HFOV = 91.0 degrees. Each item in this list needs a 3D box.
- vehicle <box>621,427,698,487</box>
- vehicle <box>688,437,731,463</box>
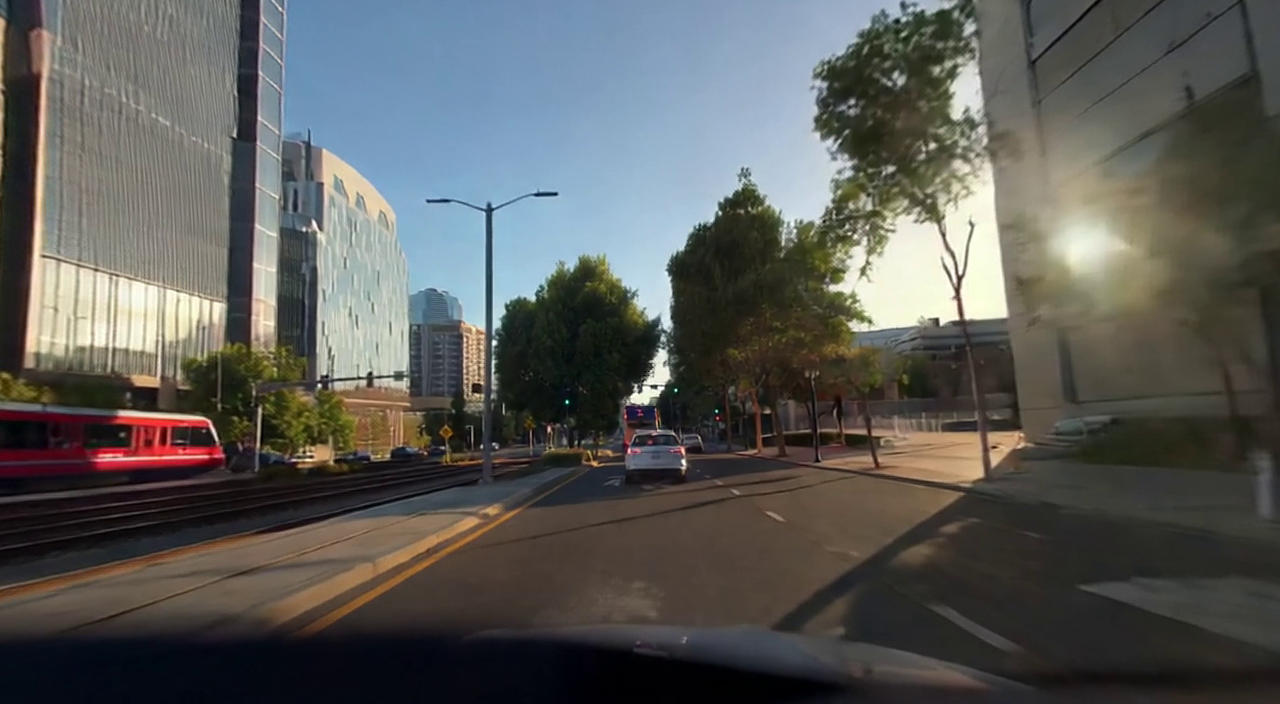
[{"bbox_3d":[0.524,3.269,19.862,2.190,1.684,4.084,0,-9,-1],"label":"vehicle"},{"bbox_3d":[4.072,5.849,37.540,1.916,1.466,4.529,0,-9,-1],"label":"vehicle"}]
